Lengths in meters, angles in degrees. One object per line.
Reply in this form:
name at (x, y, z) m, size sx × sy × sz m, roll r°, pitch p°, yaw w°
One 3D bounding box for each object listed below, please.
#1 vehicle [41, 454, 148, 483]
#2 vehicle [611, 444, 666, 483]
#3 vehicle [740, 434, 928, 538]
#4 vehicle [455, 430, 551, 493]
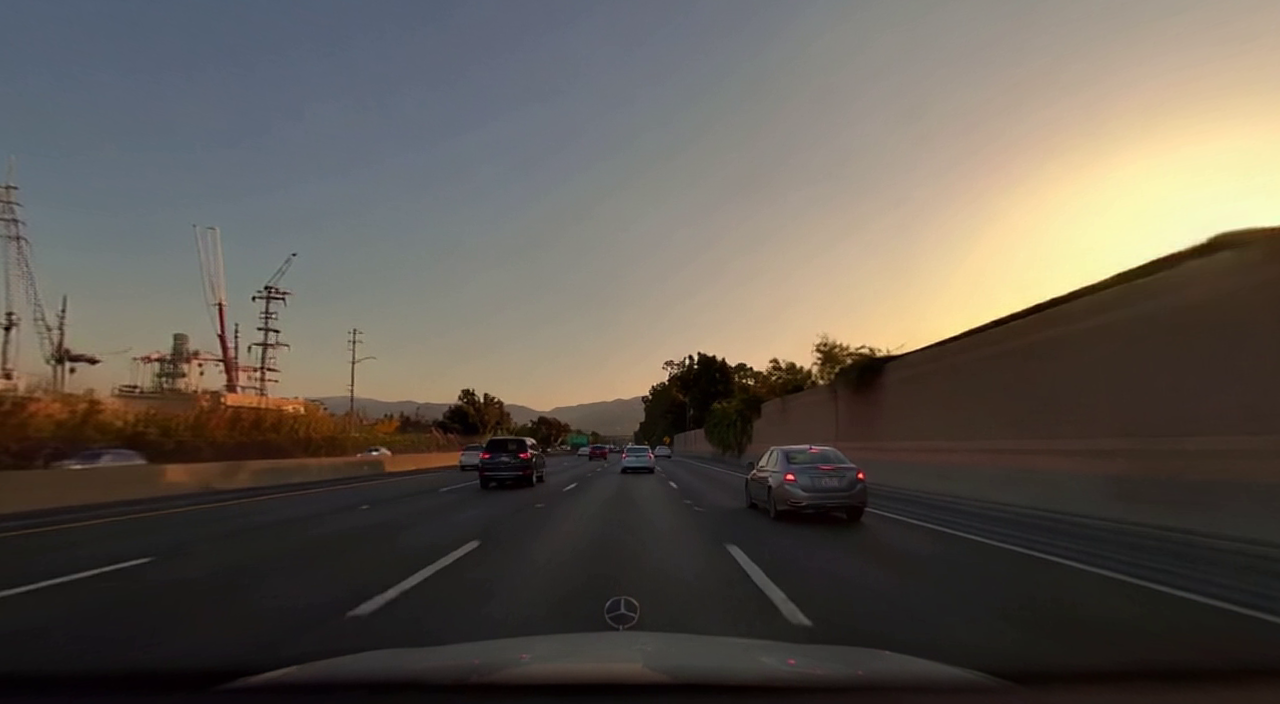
vehicle at (-30.299, 6.434, 35.290) m, size 1.847 × 1.438 × 4.557 m, roll 0°, pitch -8°, yaw 1°
vehicle at (-0.097, 4.474, 25.703) m, size 2.045 × 1.452 × 4.040 m, roll 0°, pitch -8°, yaw -1°
vehicle at (3.234, 2.310, 11.636) m, size 1.917 × 1.507 × 4.540 m, roll 0°, pitch -8°, yaw -1°
vehicle at (-4.261, 3.476, 20.413) m, size 2.121 × 1.775 × 4.335 m, roll 0°, pitch -8°, yaw 0°
